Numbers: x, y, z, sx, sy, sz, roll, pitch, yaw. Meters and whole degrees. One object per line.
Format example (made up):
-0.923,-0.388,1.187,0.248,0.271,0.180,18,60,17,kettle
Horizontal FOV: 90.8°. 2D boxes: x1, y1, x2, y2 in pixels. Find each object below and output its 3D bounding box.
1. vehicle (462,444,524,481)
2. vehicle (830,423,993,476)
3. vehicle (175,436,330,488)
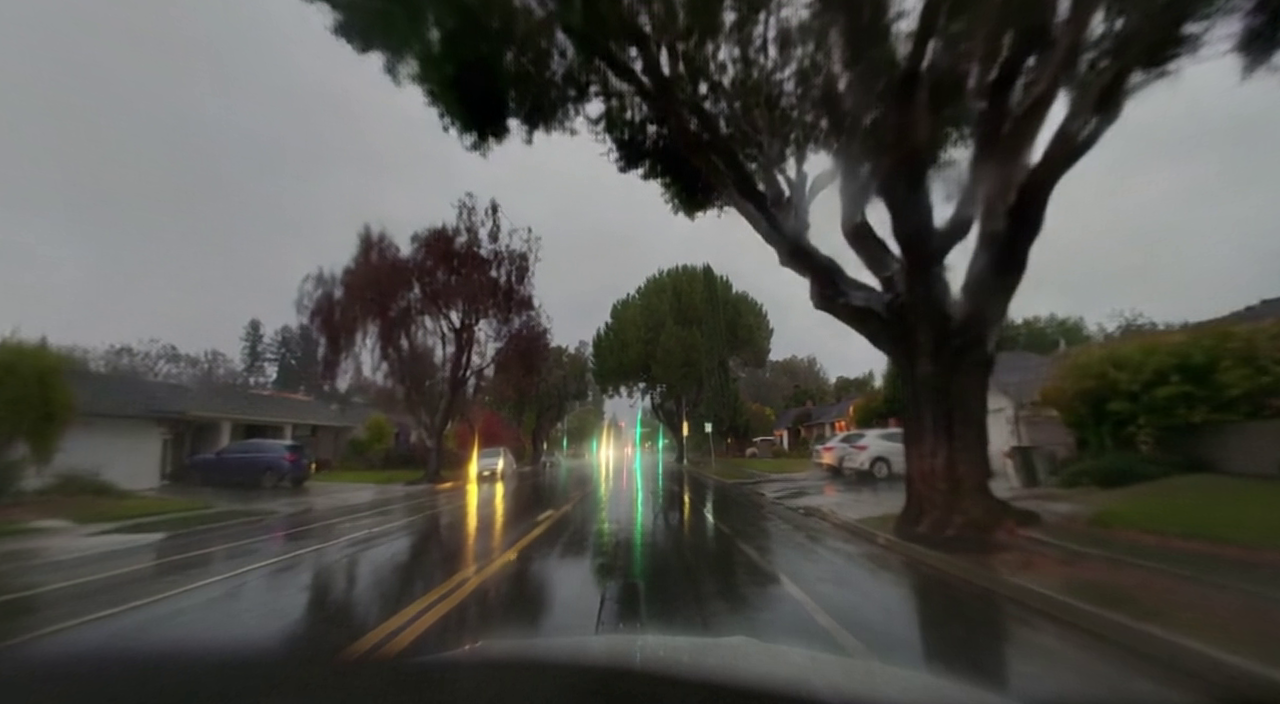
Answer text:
-7.869,5.939,34.368,2.122,1.739,4.770,-4,-8,0,vehicle
8.996,3.272,21.238,4.535,1.697,1.968,0,-9,-1,vehicle
-14.628,4.152,24.029,4.602,1.847,1.976,-1,-9,4,vehicle
